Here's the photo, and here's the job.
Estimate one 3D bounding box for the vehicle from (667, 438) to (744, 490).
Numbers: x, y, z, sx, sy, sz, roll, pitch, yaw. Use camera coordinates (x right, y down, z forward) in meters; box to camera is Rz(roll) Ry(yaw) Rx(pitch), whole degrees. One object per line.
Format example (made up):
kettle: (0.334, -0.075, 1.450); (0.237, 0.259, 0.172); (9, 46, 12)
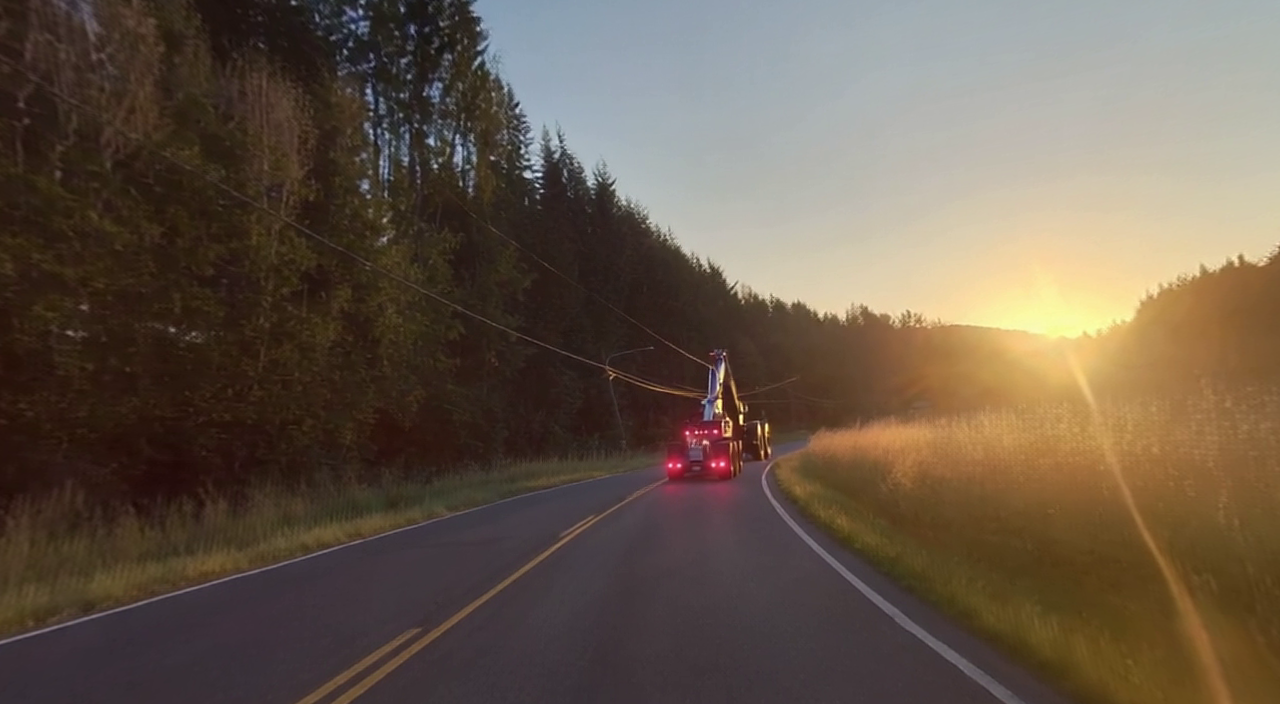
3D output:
vehicle: (2.139, 3.575, 20.486); (2.196, 1.465, 4.294); (-1, -9, 7)
